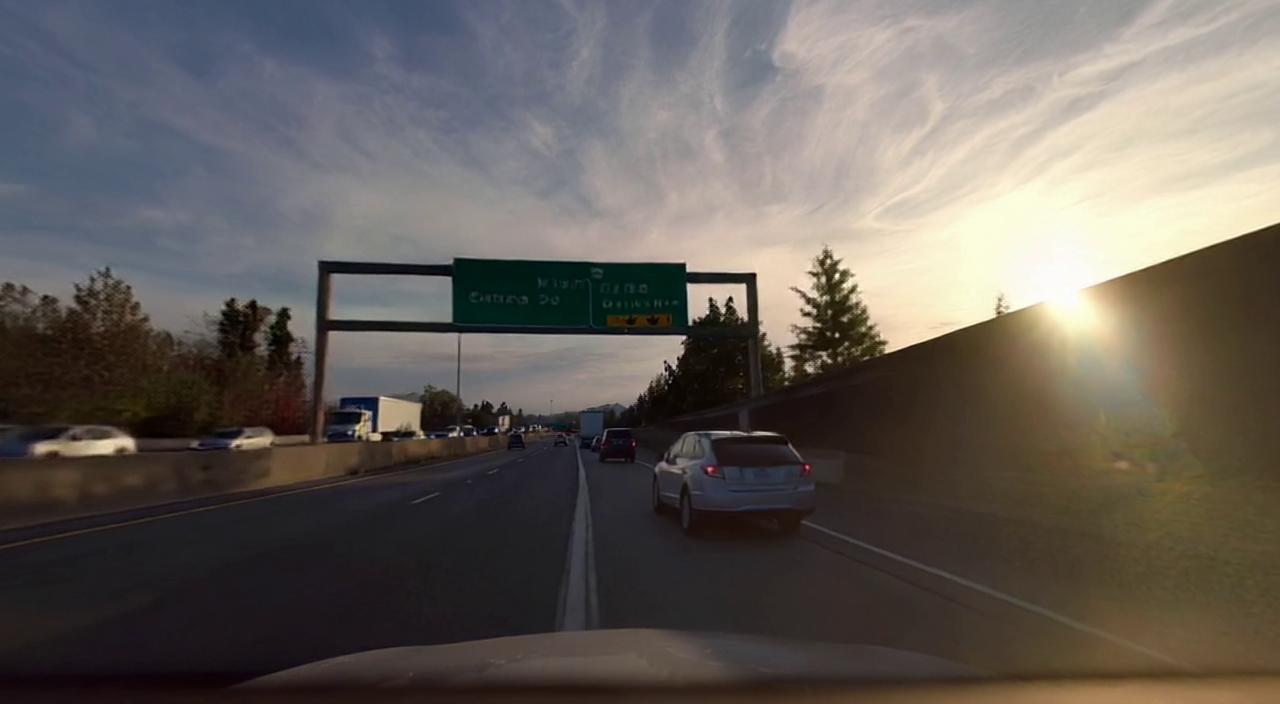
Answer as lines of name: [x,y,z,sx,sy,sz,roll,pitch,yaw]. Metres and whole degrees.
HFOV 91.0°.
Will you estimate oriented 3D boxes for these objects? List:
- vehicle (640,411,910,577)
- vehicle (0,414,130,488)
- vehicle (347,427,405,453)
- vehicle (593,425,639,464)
vehicle: [1.266,1.619,8.077,2.127,1.497,4.445,1,-8,-5]
vehicle: [-13.431,2.142,13.736,1.853,1.406,3.495,1,-8,-6]
vehicle: [-16.180,5.451,38.793,1.921,1.507,4.664,0,-8,-6]
vehicle: [-1.441,5.161,35.209,2.207,1.937,5.610,1,-8,-6]
